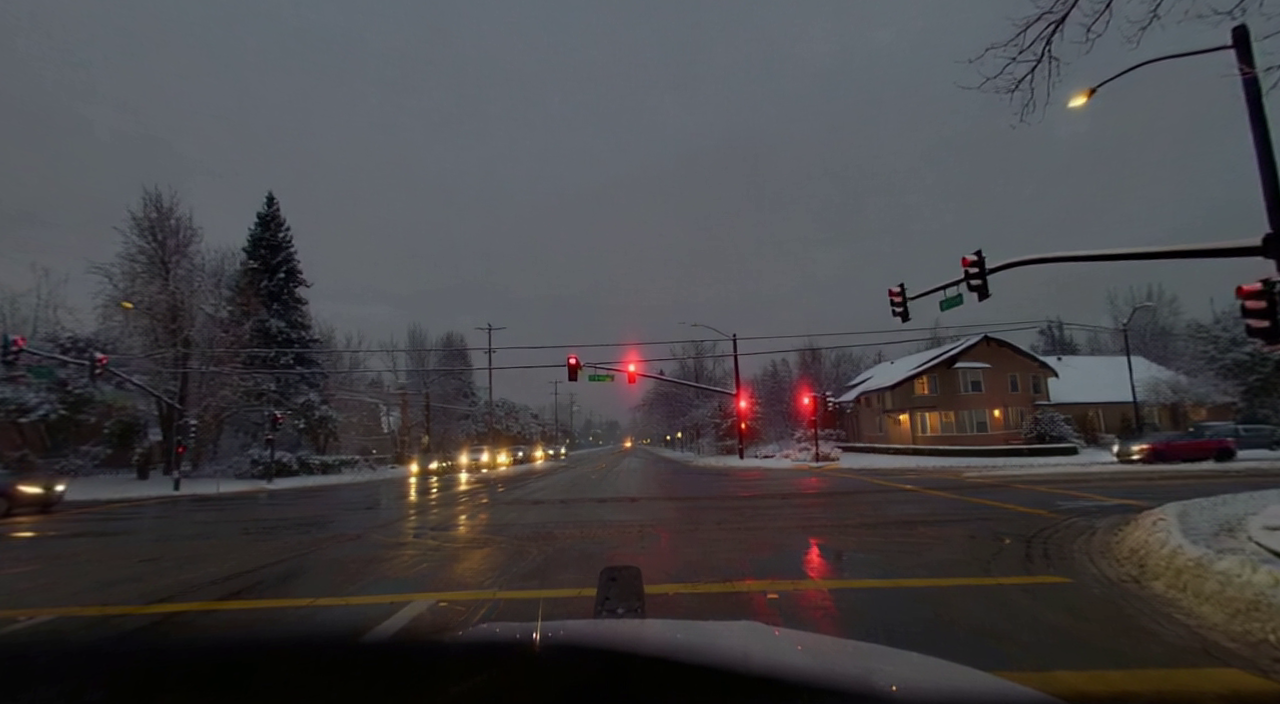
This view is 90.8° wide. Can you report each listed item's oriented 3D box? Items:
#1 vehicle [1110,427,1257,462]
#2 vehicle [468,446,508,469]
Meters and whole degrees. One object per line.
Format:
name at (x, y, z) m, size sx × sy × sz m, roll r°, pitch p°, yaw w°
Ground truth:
vehicle at (25.471, 4.367, 29.788) m, size 4.873 × 1.539 × 1.932 m, roll -2°, pitch -9°, yaw 8°
vehicle at (-10.720, 7.457, 44.749) m, size 1.881 × 1.509 × 3.377 m, roll 0°, pitch -9°, yaw 1°
